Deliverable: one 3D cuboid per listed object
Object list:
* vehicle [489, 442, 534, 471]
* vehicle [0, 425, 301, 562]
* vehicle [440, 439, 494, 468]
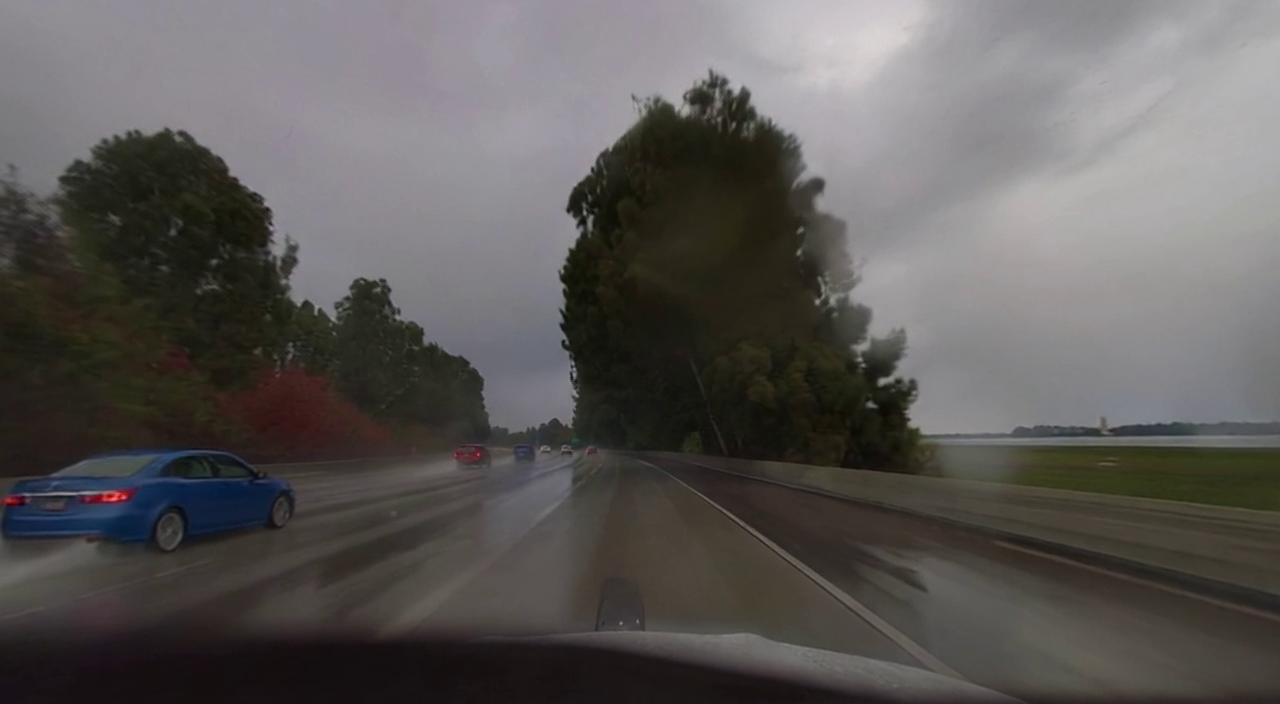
[{"bbox_3d":[-8.075,6.575,39.851,2.060,1.680,4.255,0,-9,-2],"label":"vehicle"},{"bbox_3d":[-7.703,2.038,9.867,2.133,1.586,4.869,0,-9,-1],"label":"vehicle"},{"bbox_3d":[-12.377,7.302,45.467,2.425,1.926,5.584,0,-9,-2],"label":"vehicle"}]
